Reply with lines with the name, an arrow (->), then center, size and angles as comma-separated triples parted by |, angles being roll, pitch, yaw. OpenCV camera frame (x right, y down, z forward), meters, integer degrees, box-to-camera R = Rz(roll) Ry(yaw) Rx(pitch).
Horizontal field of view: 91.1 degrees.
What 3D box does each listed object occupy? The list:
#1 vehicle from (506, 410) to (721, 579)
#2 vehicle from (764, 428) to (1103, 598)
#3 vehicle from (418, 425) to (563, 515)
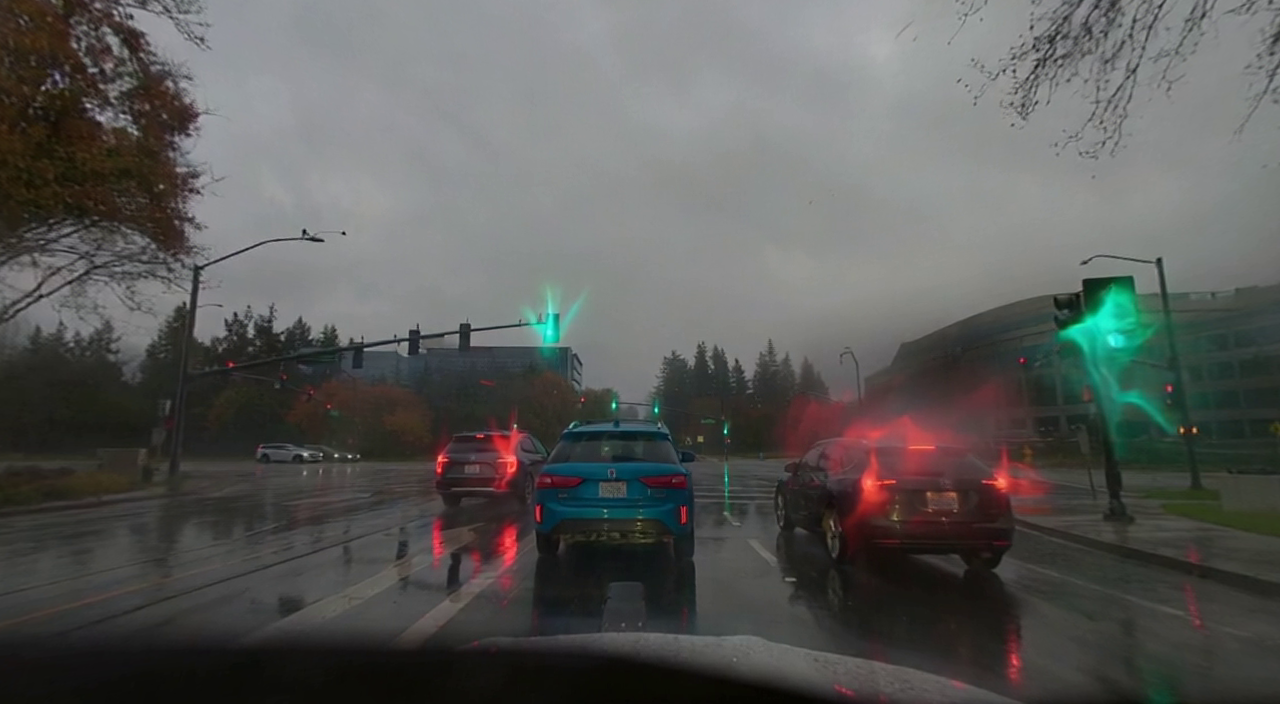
vehicle -> -0.243, 1.718, 8.379 | 2.108, 1.654, 4.235 | 0, -8, 0
vehicle -> 3.016, 1.751, 7.811 | 2.056, 1.468, 4.520 | 0, -8, 0
vehicle -> -3.010, 2.483, 13.666 | 1.987, 1.633, 4.005 | 0, -8, 3
